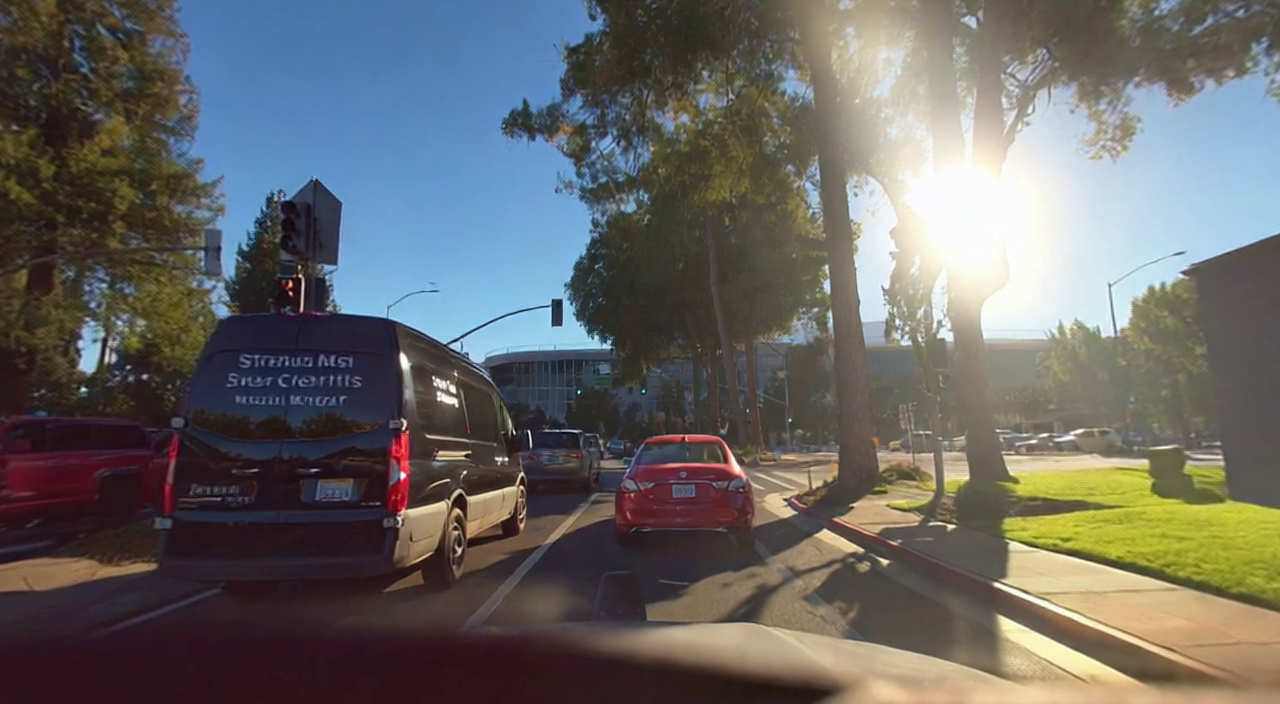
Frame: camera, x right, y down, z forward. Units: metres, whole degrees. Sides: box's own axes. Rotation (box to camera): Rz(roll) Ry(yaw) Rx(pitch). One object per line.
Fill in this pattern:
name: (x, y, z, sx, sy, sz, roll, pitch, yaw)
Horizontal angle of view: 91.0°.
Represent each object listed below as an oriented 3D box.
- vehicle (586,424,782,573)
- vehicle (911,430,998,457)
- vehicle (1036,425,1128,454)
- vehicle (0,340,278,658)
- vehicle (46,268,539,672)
vehicle: (0.773, 2.105, 9.929, 2.398, 1.773, 4.254, -1, -8, 7)
vehicle: (21.942, 6.405, 43.985, 5.021, 1.848, 2.210, 1, -9, -9)
vehicle: (32.007, 6.371, 45.628, 5.084, 2.041, 2.360, 1, -9, -8)
vehicle: (-5.925, 1.217, 5.518, 2.352, 2.333, 5.197, 0, -8, 0)
vehicle: (-3.040, 1.249, 7.643, 2.555, 3.035, 5.702, 0, -8, 1)
